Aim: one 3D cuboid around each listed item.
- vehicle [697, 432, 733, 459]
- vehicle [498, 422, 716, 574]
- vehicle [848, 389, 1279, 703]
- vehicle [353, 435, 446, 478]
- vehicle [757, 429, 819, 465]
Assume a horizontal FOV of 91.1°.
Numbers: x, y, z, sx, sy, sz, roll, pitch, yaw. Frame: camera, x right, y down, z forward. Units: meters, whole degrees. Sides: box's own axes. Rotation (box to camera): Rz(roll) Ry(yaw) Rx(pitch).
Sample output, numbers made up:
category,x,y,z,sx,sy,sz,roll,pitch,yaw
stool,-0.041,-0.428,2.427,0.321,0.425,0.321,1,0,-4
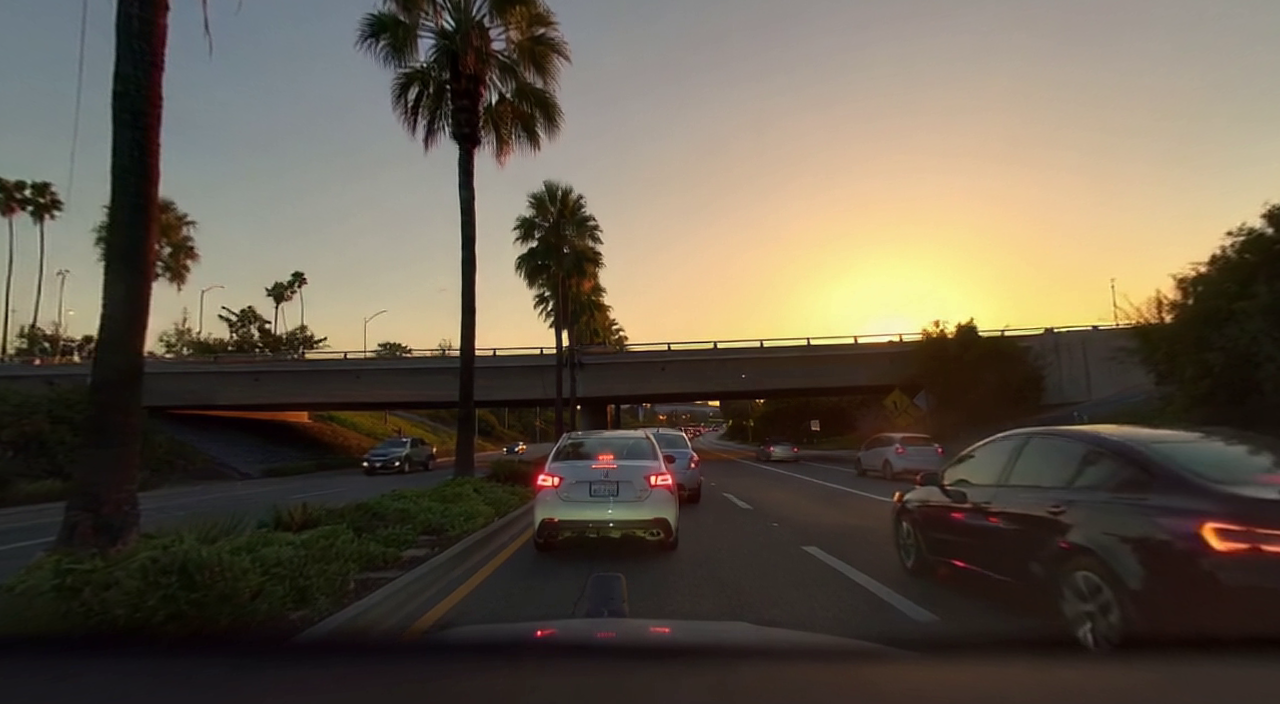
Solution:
category,x,y,z,sx,sy,sz,roll,pitch,yaw
vehicle,5.050,6.384,42.895,1.947,1.716,4.110,0,-8,0
vehicle,-0.270,1.758,8.347,2.172,1.506,4.018,0,-8,2
vehicle,3.422,1.261,4.902,2.034,1.517,4.840,0,-8,1
vehicle,-12.085,5.262,32.041,2.386,1.943,5.700,-1,-8,1
vehicle,8.047,5.247,34.670,2.242,1.817,4.837,0,-8,0
